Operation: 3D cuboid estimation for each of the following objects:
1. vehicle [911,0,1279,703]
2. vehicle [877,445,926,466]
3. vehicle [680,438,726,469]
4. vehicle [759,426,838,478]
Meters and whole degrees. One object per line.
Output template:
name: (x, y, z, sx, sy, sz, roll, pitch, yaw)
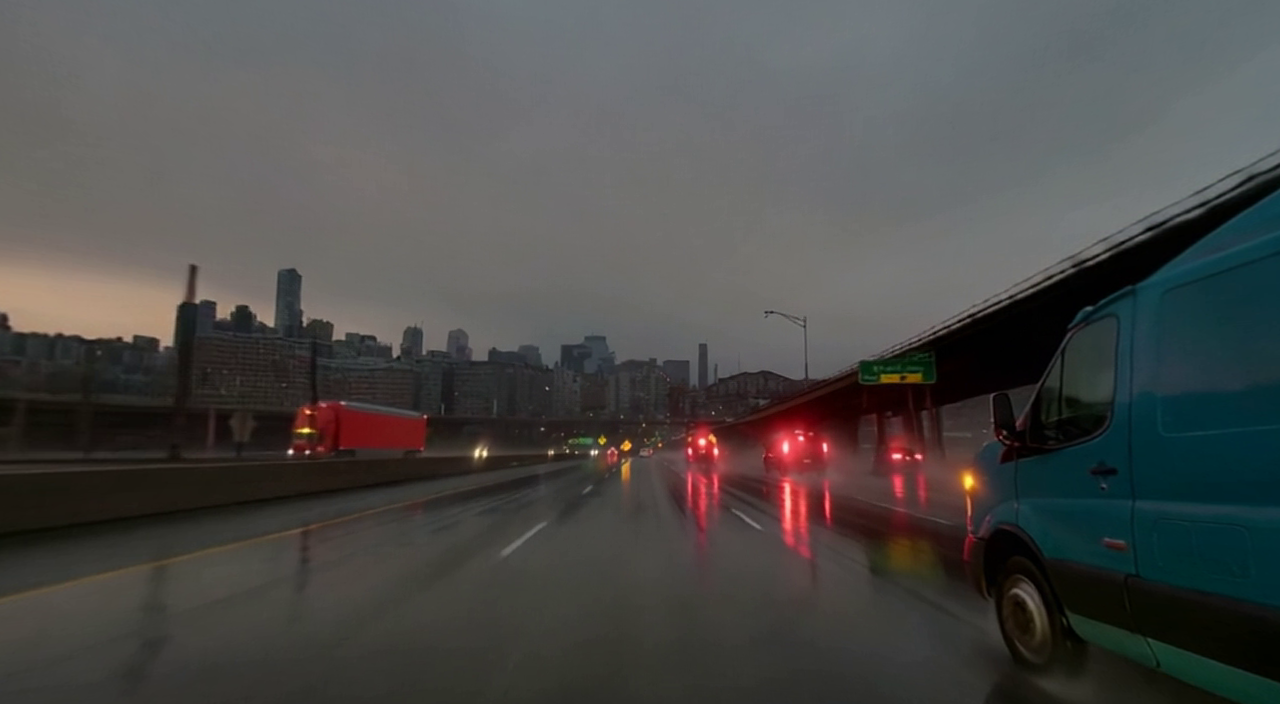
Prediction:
vehicle: (3.257, 0.118, 1.022, 2.436, 2.745, 7.034, 0, -8, 0)
vehicle: (19.099, 7.531, 46.186, 1.802, 1.463, 4.148, 0, -8, 0)
vehicle: (4.143, 6.821, 42.637, 2.464, 1.961, 5.520, 0, -8, -1)
vehicle: (7.419, 4.759, 30.204, 2.301, 2.203, 5.419, 0, -8, 0)
